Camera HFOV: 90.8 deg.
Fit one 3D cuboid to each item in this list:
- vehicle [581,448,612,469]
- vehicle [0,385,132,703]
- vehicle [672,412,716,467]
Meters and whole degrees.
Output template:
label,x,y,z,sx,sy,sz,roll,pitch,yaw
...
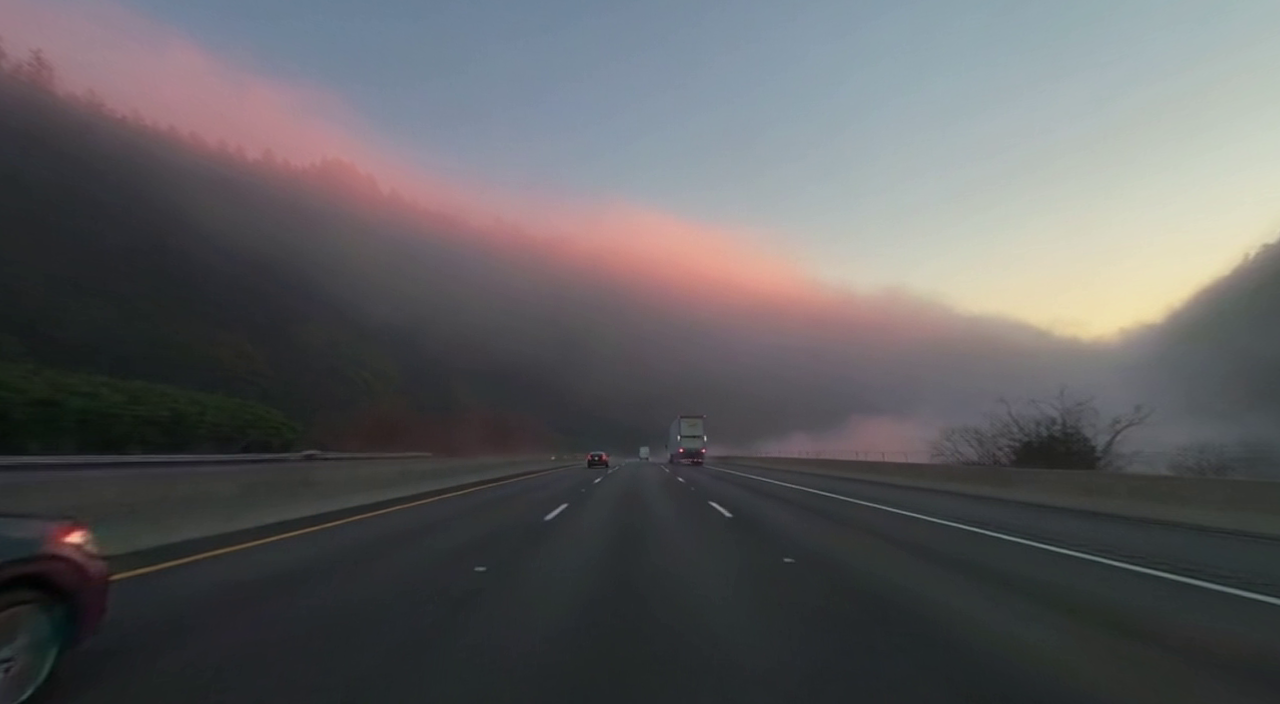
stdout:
label,x,y,z,sx,sy,sz,roll,pitch,yaw
vehicle,-3.345,8.196,48.890,2.091,1.522,4.301,0,-9,0
vehicle,-3.472,0.683,0.985,1.944,1.548,4.051,0,-9,0
vehicle,4.111,6.891,49.415,2.904,4.001,5.861,0,-9,-1
